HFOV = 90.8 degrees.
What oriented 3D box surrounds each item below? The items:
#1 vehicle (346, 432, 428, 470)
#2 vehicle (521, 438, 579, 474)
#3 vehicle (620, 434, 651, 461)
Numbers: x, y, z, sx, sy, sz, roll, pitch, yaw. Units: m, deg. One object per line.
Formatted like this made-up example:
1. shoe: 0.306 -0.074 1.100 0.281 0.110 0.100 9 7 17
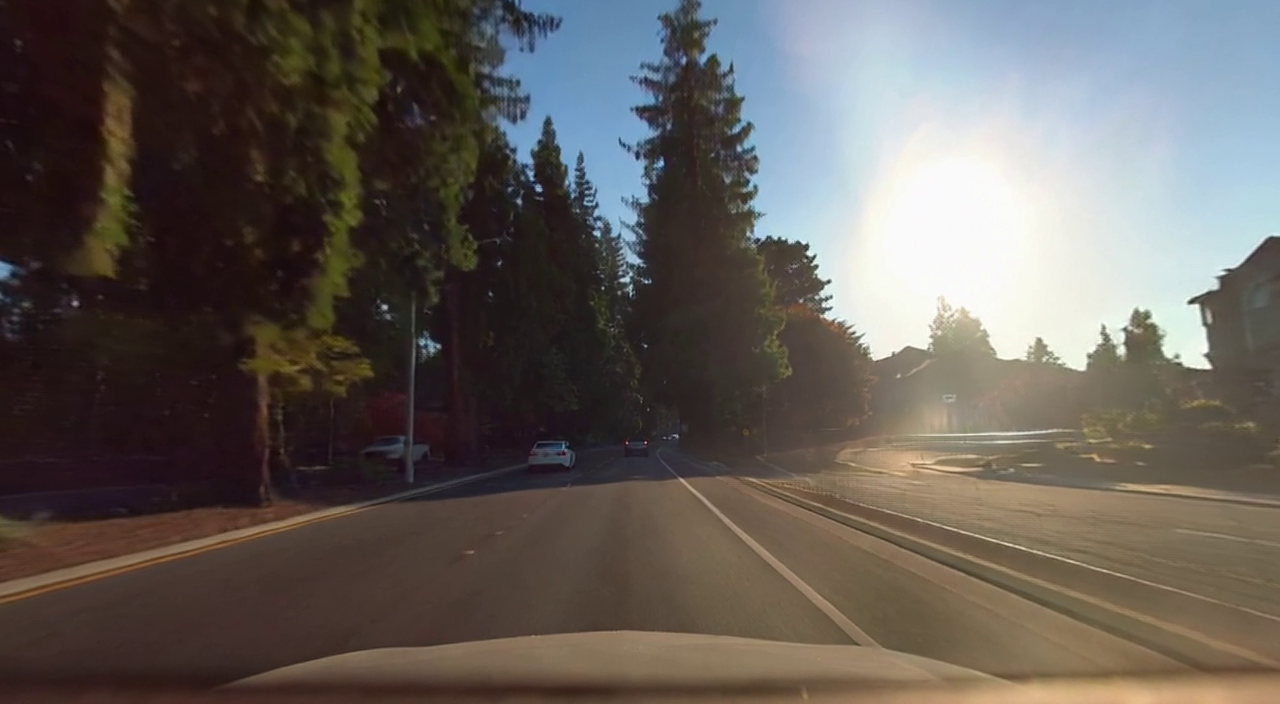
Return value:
1. vehicle: -16.649 6.537 42.142 2.687 2.262 6.995 0 -8 -2
2. vehicle: -3.898 4.571 28.142 1.917 1.448 4.178 0 -8 1
3. vehicle: -0.318 6.519 43.320 2.018 1.769 3.897 0 -8 0
